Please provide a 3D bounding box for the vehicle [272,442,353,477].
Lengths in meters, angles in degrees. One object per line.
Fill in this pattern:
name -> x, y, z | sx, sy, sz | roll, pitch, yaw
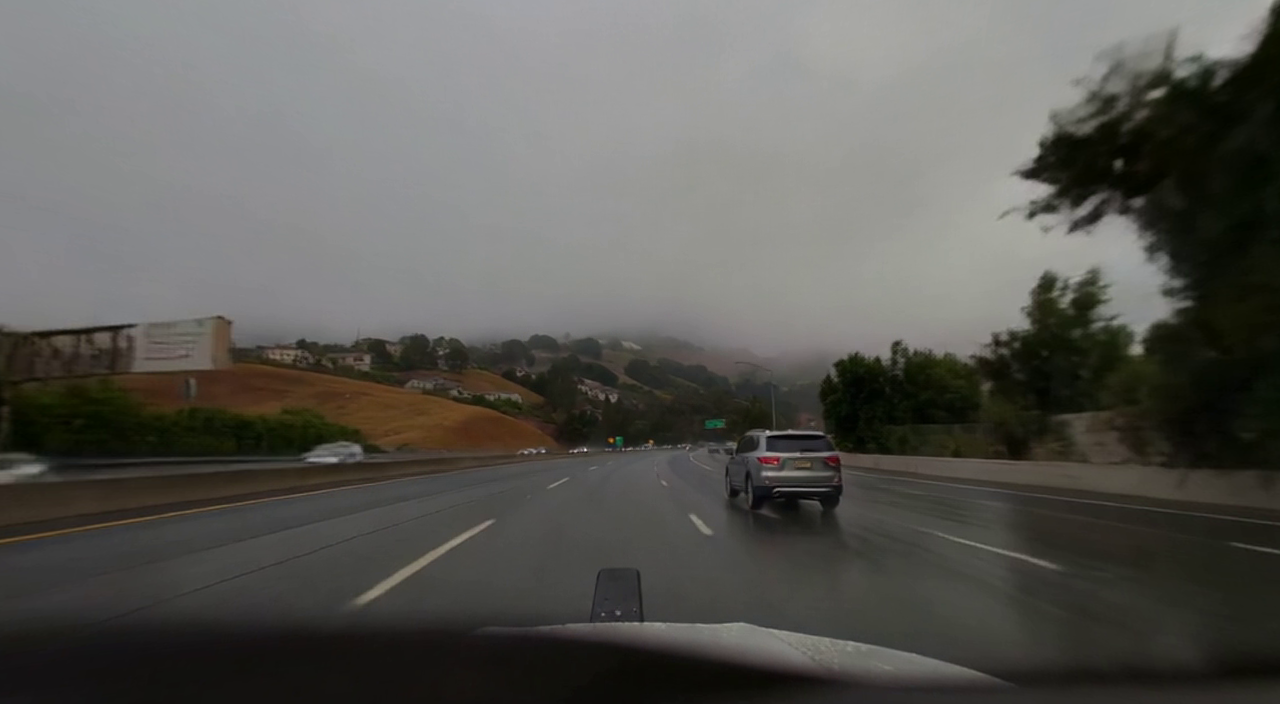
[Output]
vehicle -> -18.756, 6.169, 36.344 | 2.051, 1.830, 4.693 | 0, -9, 1

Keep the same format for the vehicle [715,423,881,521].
vehicle -> 3.183, 2.547, 13.899 | 2.318, 1.766, 4.587 | 0, -9, -2
